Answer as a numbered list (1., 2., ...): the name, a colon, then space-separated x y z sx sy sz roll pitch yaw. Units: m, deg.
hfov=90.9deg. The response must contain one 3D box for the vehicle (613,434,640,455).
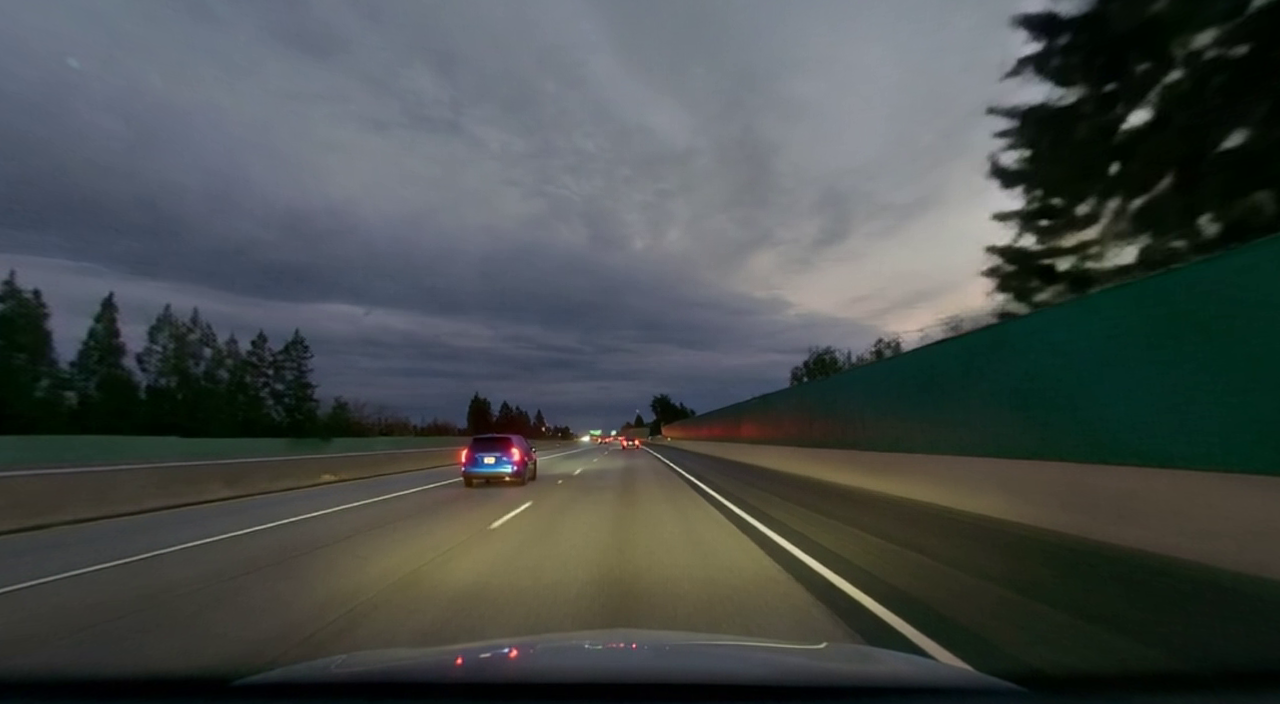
1. vehicle: -0.971 6.695 45.713 1.836 1.450 3.519 0 -8 -1

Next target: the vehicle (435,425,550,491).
1. vehicle: -3.859 2.853 17.458 2.072 1.545 4.767 0 -8 0
